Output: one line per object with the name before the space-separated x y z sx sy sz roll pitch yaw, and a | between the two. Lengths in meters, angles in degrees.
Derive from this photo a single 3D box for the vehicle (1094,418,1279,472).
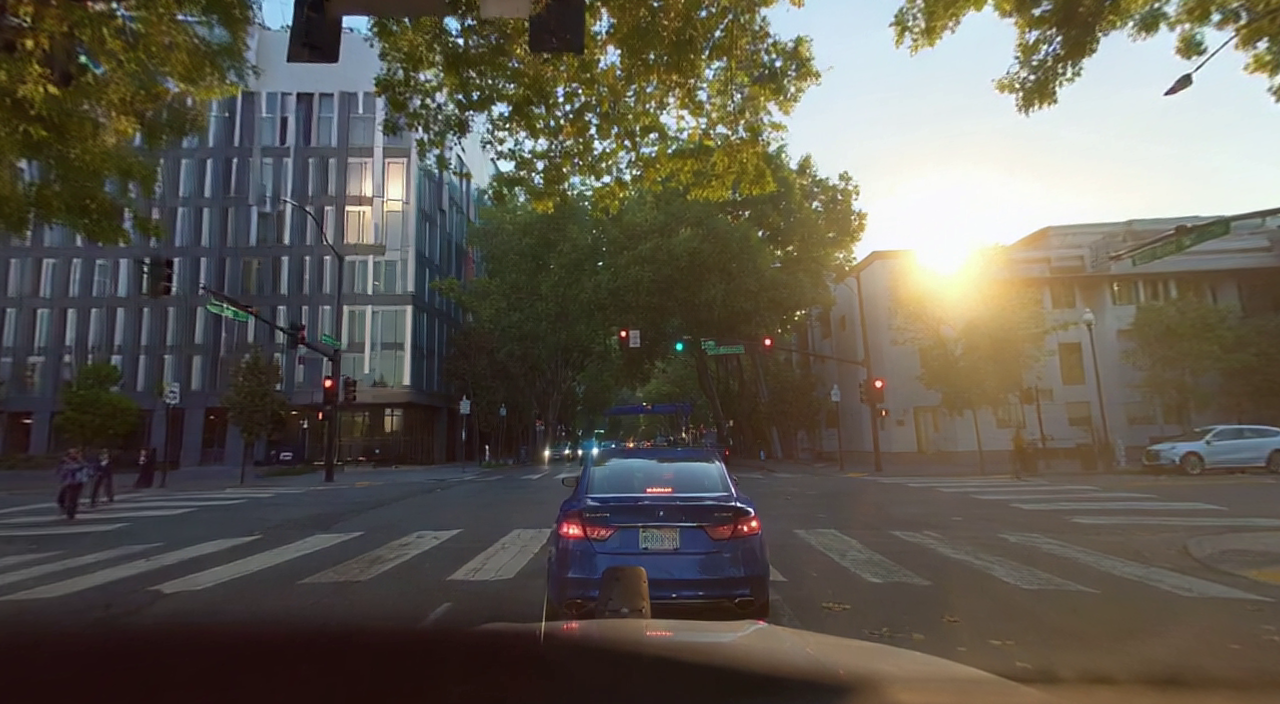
vehicle | 19.115 3.265 22.225 4.675 1.772 1.945 0 -8 0

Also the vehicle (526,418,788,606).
vehicle | -0.154 1.648 7.489 1.893 1.532 4.145 2 -9 -16
